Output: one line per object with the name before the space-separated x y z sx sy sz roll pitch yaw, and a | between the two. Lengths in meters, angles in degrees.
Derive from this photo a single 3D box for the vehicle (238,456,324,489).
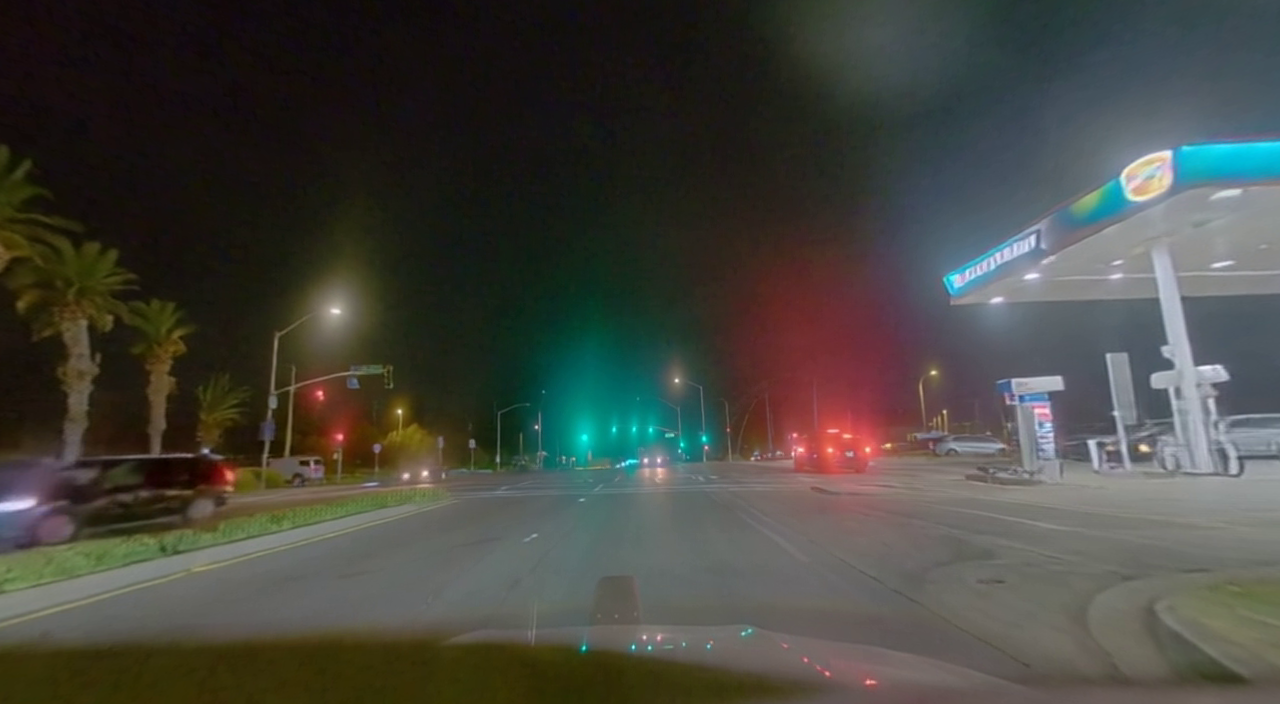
vehicle | -25.865 8.657 45.640 5.056 1.839 1.957 -4 -6 -2

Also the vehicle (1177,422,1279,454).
vehicle | 30.372 4.388 32.129 4.286 1.519 2.070 -1 -9 -4

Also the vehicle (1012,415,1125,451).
vehicle | 28.928 5.519 42.806 5.625 2.303 2.592 0 -9 2

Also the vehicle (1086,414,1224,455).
vehicle | 30.197 4.890 37.195 6.052 2.171 2.511 -1 -9 -5

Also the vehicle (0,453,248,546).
vehicle | -11.022 2.888 13.183 1.920 1.496 4.763 -2 -9 14

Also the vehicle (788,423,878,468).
vehicle | 13.299 6.647 44.693 2.944 2.783 10.332 0 -9 -1

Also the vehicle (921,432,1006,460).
vehicle | 21.628 6.302 42.322 4.578 1.756 2.042 1 -9 -5
